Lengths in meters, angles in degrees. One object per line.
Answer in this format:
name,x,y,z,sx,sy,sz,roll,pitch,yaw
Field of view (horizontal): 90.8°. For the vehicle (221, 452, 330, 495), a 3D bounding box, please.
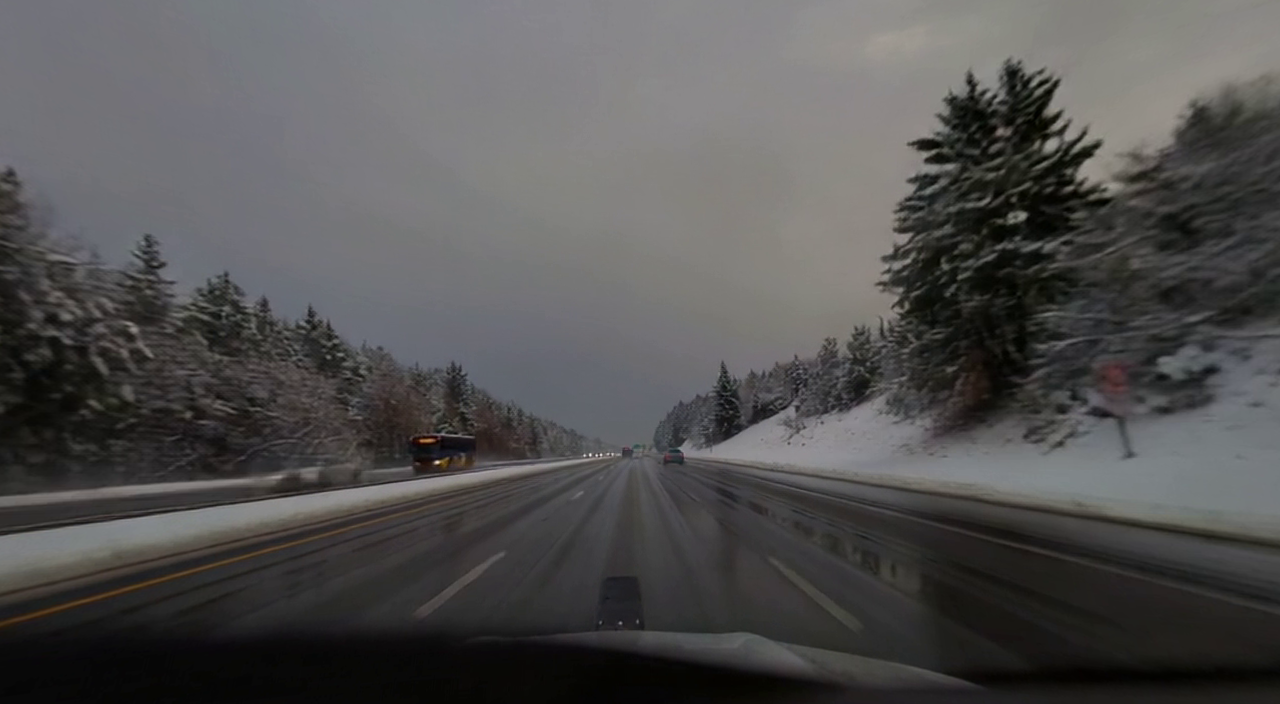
vehicle,-13.159,4.370,23.033,1.778,1.407,3.668,0,-9,0
